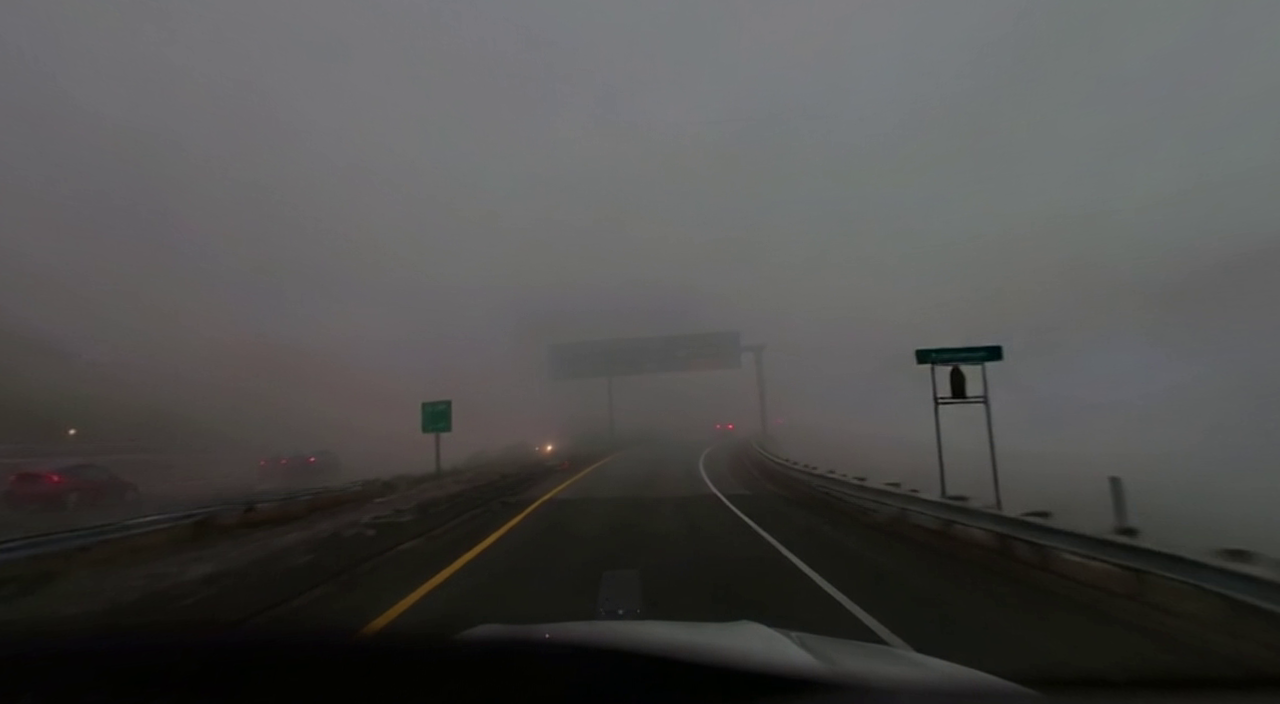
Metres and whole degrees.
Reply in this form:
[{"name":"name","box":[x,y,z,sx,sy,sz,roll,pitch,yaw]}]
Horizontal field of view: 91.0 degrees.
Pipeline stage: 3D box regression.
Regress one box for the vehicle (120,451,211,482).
[{"name":"vehicle","box":[-30.018,7.241,40.072,2.209,1.778,5.108,1,-8,-6]}]

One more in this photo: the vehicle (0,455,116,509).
[{"name":"vehicle","box":[-20.691,4.320,21.370,2.045,1.513,4.795,1,-8,-6]}]
